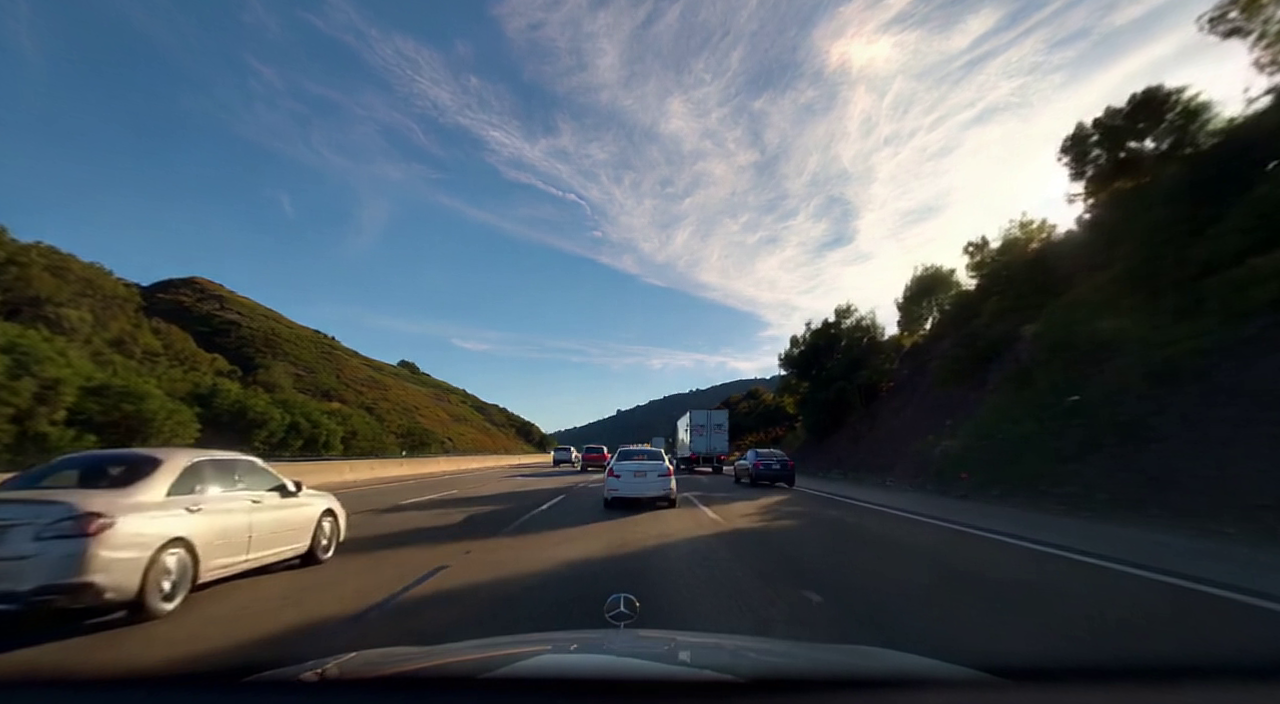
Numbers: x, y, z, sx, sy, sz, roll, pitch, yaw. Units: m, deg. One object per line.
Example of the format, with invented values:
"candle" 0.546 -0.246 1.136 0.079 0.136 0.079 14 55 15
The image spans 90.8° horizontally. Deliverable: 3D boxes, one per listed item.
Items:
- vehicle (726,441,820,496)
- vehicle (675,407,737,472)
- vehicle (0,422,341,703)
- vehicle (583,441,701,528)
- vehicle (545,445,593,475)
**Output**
"vehicle" 4.203 3.759 20.751 2.029 1.579 4.484 0 -9 -1
"vehicle" 4.619 6.805 47.938 3.194 4.038 16.301 0 -9 1
"vehicle" -4.270 1.389 5.003 1.848 1.486 3.832 0 -9 1
"vehicle" 0.040 2.584 12.743 2.041 1.484 3.535 0 -9 0
"vehicle" -4.078 6.282 36.844 2.211 1.669 4.224 0 -9 2
